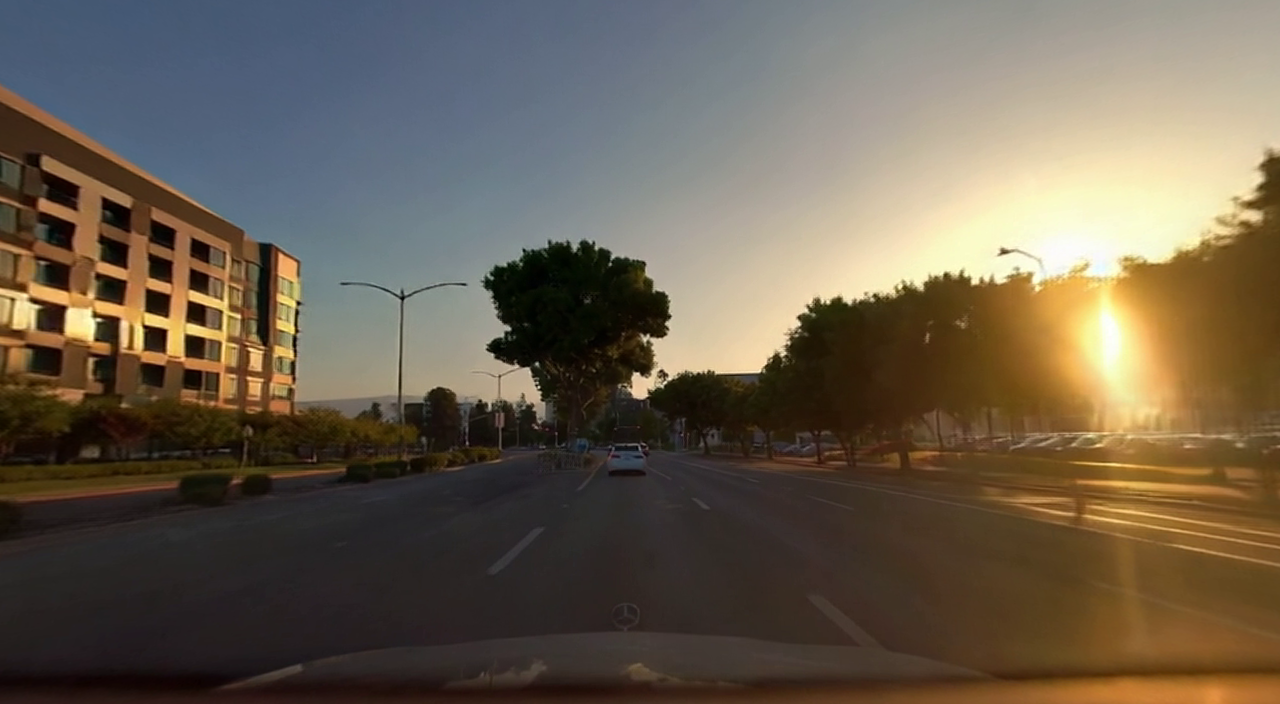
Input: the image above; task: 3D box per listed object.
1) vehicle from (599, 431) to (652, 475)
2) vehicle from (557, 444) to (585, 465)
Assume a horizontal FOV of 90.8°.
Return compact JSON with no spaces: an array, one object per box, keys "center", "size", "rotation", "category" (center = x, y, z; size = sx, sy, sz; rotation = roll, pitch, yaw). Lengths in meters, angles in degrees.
[{"center":[-0.732,4.724,29.631],"size":[2.260,1.872,4.578],"rotation":[0,-9,-3],"category":"vehicle"},{"center":[-5.015,7.457,46.258],"size":[1.904,1.460,4.300],"rotation":[0,-9,-4],"category":"vehicle"}]
